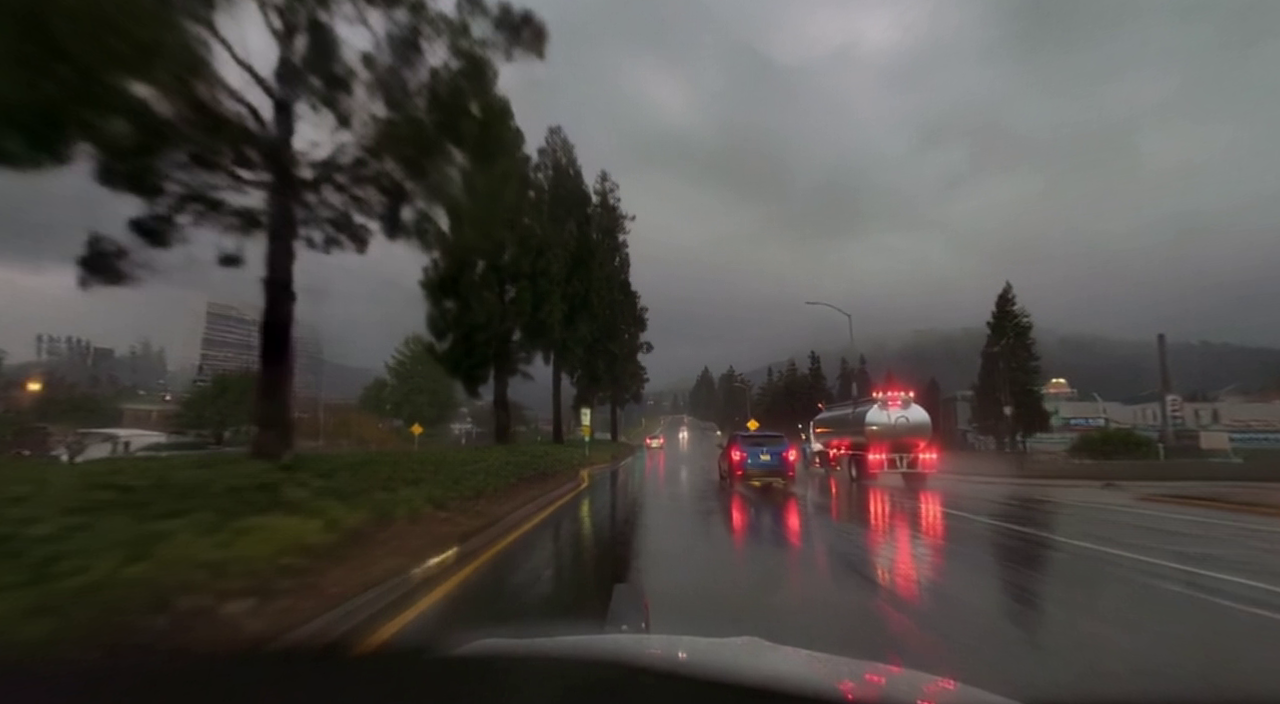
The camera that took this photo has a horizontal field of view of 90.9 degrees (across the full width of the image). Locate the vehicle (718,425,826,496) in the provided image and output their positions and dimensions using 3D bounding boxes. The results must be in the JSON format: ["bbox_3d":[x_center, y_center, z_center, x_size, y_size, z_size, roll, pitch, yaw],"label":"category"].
[{"bbox_3d":[3.528,2.991,17.805,2.045,1.729,4.532,0,-8,0],"label":"vehicle"}]

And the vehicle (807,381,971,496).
[{"bbox_3d":[7.837,2.863,20.917,2.849,3.207,6.275,0,-8,0],"label":"vehicle"}]
